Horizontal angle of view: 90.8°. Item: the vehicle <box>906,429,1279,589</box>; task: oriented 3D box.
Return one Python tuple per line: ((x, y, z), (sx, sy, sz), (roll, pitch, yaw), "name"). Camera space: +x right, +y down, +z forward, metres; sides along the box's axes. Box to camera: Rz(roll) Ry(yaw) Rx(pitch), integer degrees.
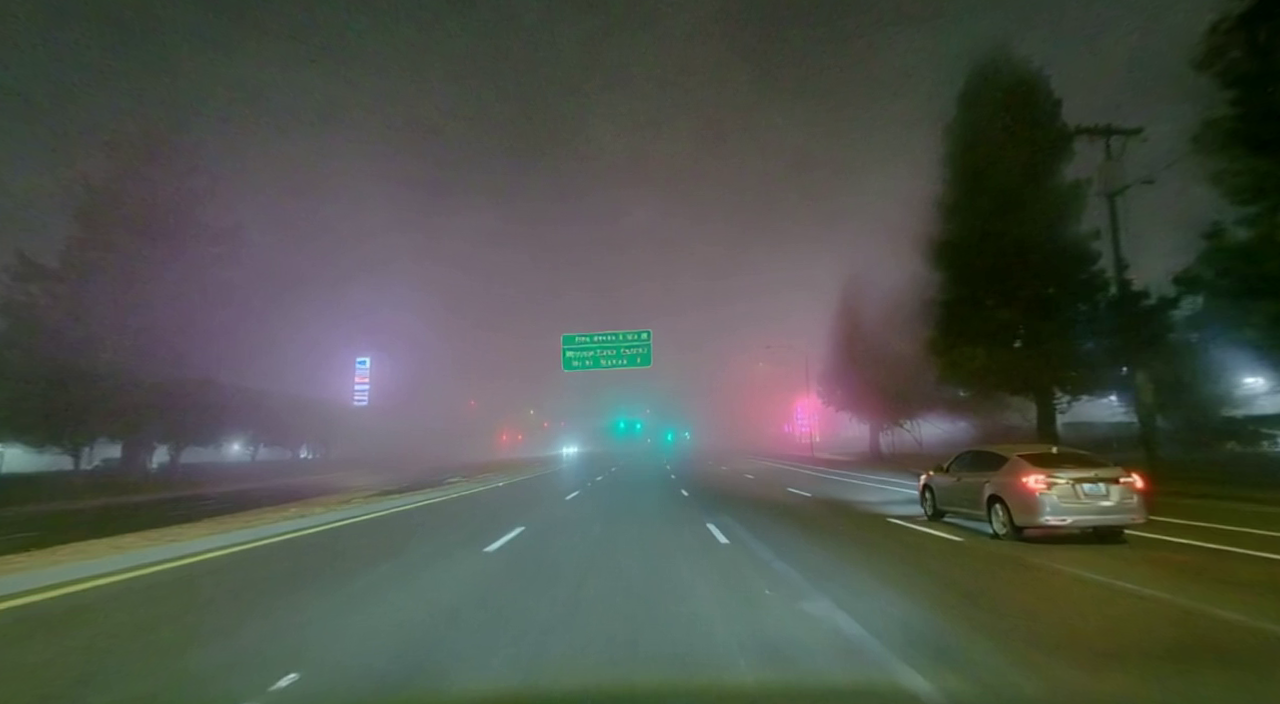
((5.497, 1.826, 8.291), (2.070, 1.491, 4.575), (0, -9, 1), "vehicle")
